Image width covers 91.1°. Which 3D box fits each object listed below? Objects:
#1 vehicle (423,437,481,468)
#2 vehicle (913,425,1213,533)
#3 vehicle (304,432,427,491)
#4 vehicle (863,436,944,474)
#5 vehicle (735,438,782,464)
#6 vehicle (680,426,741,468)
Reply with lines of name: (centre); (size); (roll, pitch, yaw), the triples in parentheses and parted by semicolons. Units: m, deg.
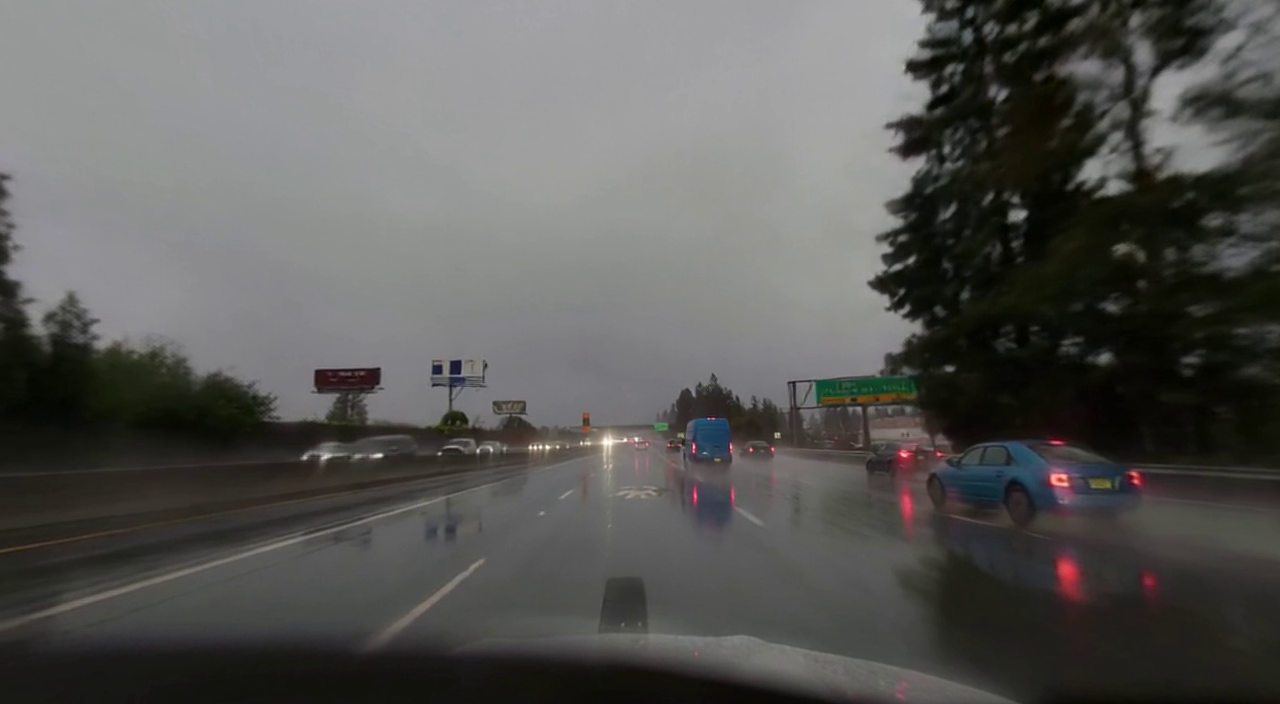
vehicle: (-13.737, 7.388, 46.326); (2.442, 2.115, 5.788); (0, -8, 0)
vehicle: (7.094, 2.166, 11.417); (2.003, 1.517, 4.936); (0, -8, 0)
vehicle: (-10.025, 4.013, 23.516); (2.328, 1.850, 5.141); (-2, -8, 0)
vehicle: (11.324, 4.447, 27.297); (1.874, 1.496, 3.586); (0, -8, -1)
vehicle: (7.245, 6.116, 38.806); (2.099, 1.510, 3.784); (0, -8, -1)
vehicle: (3.699, 5.194, 34.292); (2.546, 2.087, 5.404); (0, -8, -2)
